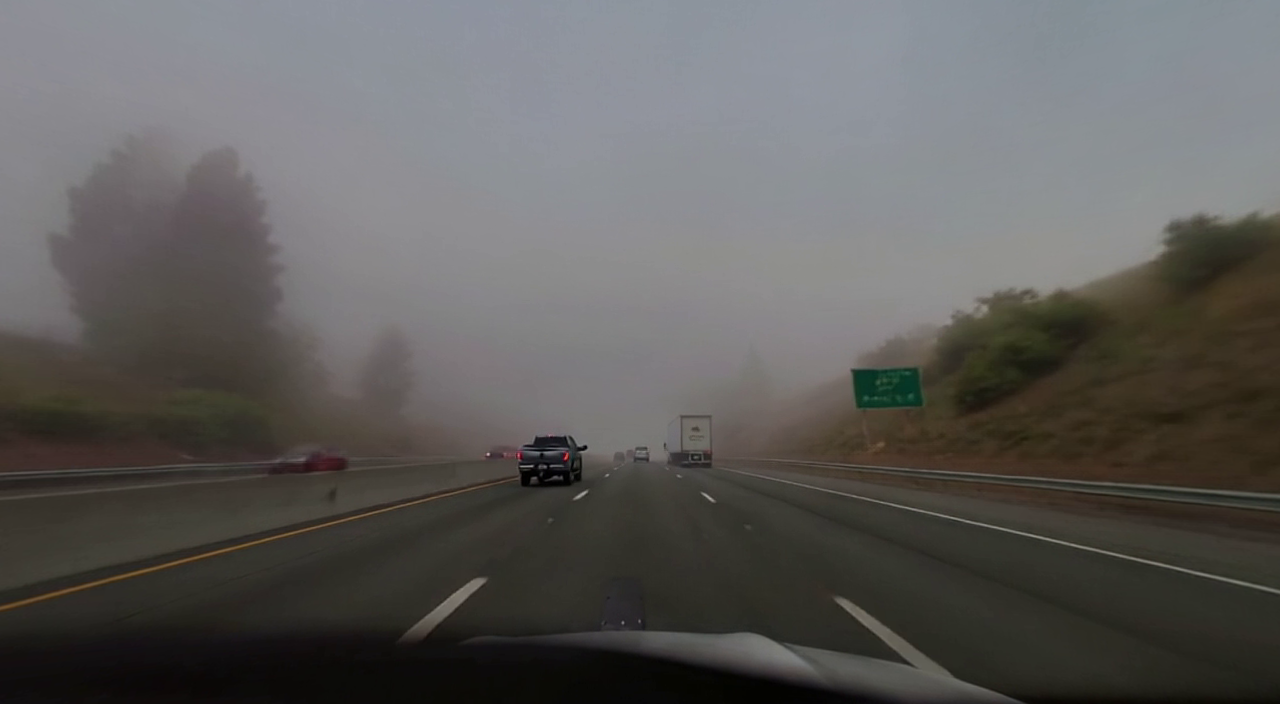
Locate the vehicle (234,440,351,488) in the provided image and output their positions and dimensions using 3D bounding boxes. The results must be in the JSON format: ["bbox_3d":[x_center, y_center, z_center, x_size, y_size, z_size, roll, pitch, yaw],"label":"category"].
[{"bbox_3d":[-14.521,4.695,26.747,2.078,1.797,4.966,0,-9,1],"label":"vehicle"}]

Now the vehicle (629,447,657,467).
[{"bbox_3d":[0.231,8.225,49.565,2.086,1.497,3.681,0,-9,0],"label":"vehicle"}]

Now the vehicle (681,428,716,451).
[{"bbox_3d":[4.123,6.256,44.796,1.968,1.547,4.215,0,-9,-2],"label":"vehicle"}]

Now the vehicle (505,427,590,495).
[{"bbox_3d":[-2.996,3.651,21.427,2.142,2.044,4.446,0,-9,1],"label":"vehicle"}]

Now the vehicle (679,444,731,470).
[{"bbox_3d":[4.292,7.204,43.514,2.654,1.574,9.537,-1,-9,0],"label":"vehicle"}]

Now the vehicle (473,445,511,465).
[{"bbox_3d":[-11.231,7.845,48.109,1.939,1.460,4.031,0,-8,-1],"label":"vehicle"}]
